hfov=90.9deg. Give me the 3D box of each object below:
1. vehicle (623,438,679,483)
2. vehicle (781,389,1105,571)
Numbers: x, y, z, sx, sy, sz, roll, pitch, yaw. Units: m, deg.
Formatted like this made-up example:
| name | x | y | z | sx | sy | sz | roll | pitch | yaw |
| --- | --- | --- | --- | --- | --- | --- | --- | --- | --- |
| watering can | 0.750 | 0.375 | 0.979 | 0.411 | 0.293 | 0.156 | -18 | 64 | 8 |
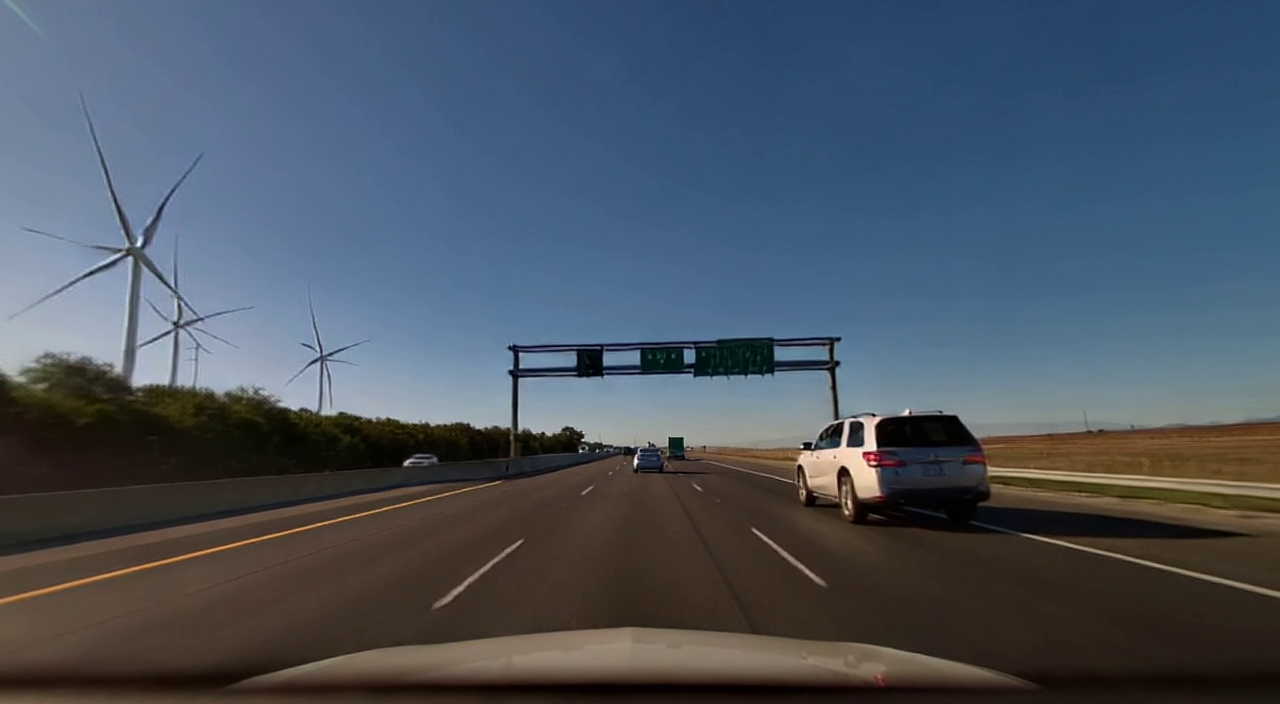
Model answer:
| name | x | y | z | sx | sy | sz | roll | pitch | yaw |
| --- | --- | --- | --- | --- | --- | --- | --- | --- | --- |
| vehicle | 0.387 | 4.363 | 25.471 | 2.083 | 1.653 | 3.787 | 0 | -9 | 0 |
| vehicle | 3.689 | 1.695 | 9.051 | 2.104 | 1.861 | 4.956 | 0 | -9 | -1 |
